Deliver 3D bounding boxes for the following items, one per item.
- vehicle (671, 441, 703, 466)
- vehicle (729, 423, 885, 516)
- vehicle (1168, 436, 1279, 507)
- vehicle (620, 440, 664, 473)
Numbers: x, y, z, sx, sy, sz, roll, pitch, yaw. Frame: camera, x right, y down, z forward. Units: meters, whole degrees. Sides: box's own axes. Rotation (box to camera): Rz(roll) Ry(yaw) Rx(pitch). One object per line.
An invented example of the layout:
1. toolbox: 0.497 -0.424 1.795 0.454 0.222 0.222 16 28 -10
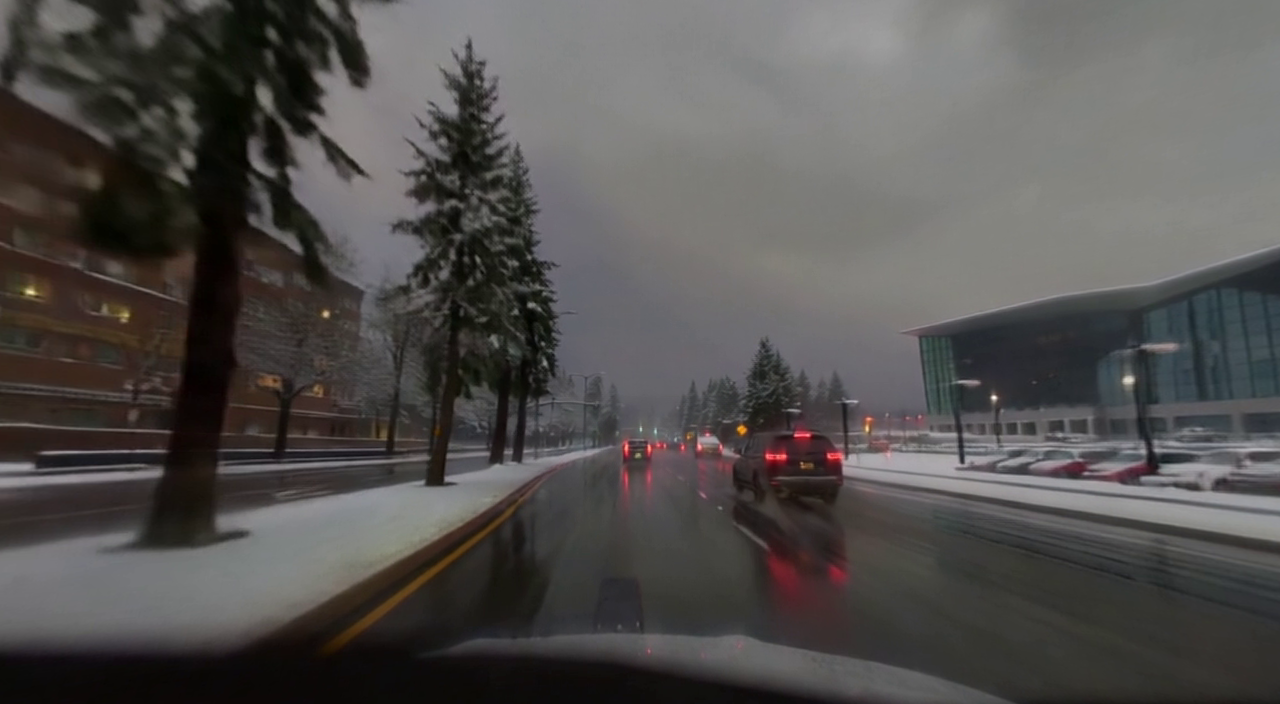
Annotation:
1. vehicle: 3.515 7.654 47.684 1.976 1.725 4.159 0 -9 -1
2. vehicle: 3.598 2.667 14.786 2.235 1.806 4.818 0 -9 -1
3. vehicle: 17.435 3.297 17.695 4.612 1.747 2.183 4 -10 -26
4. vehicle: 0.049 5.306 32.242 2.145 1.572 4.021 0 -9 -1
